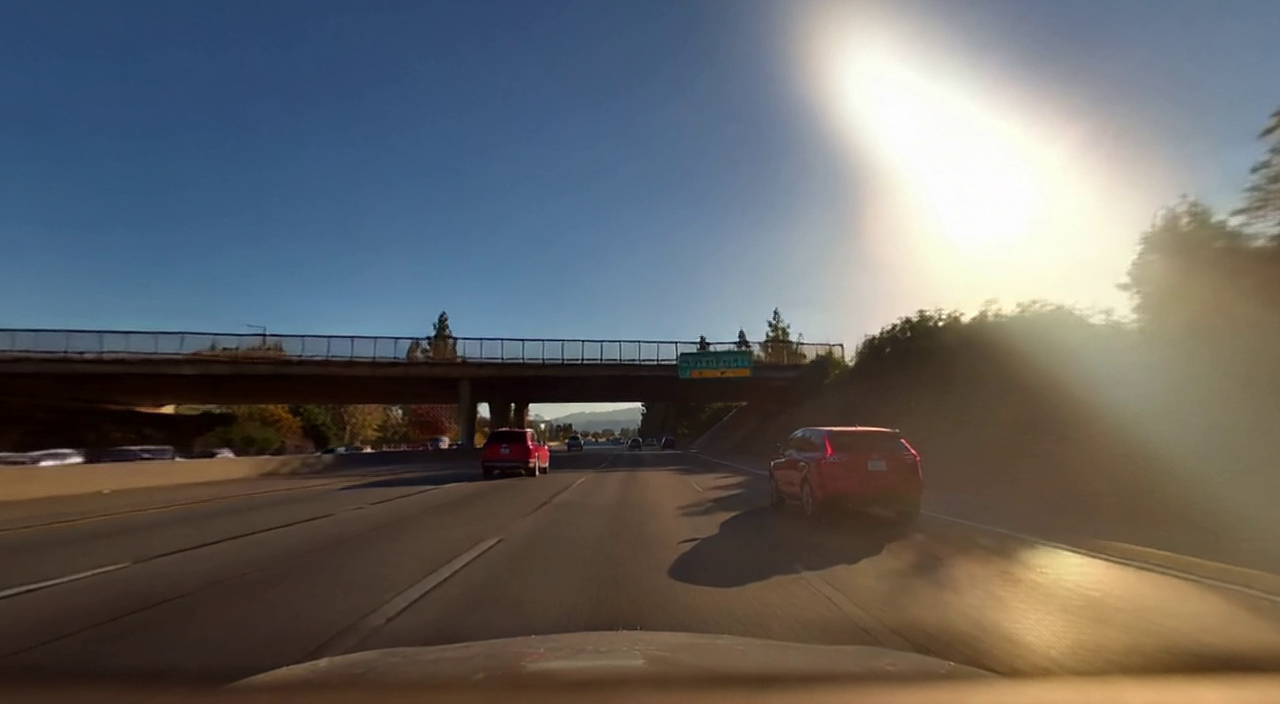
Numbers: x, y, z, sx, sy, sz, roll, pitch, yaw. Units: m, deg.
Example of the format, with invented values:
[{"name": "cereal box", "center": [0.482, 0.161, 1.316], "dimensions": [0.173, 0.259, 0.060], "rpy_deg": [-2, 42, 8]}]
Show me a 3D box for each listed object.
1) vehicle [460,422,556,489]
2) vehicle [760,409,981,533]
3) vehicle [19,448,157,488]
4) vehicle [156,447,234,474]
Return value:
[{"name": "vehicle", "center": [-4.021, 3.259, 20.122], "dimensions": [2.018, 1.872, 4.728], "rpy_deg": [0, -9, 0]}, {"name": "vehicle", "center": [3.750, 2.049, 11.404], "dimensions": [2.185, 1.749, 4.477], "rpy_deg": [0, -9, -1]}, {"name": "vehicle", "center": [-23.272, 4.870, 26.905], "dimensions": [1.900, 1.508, 4.456], "rpy_deg": [0, -9, -1]}, {"name": "vehicle", "center": [-29.960, 7.308, 42.728], "dimensions": [1.954, 1.691, 4.637], "rpy_deg": [0, -9, 0]}]
